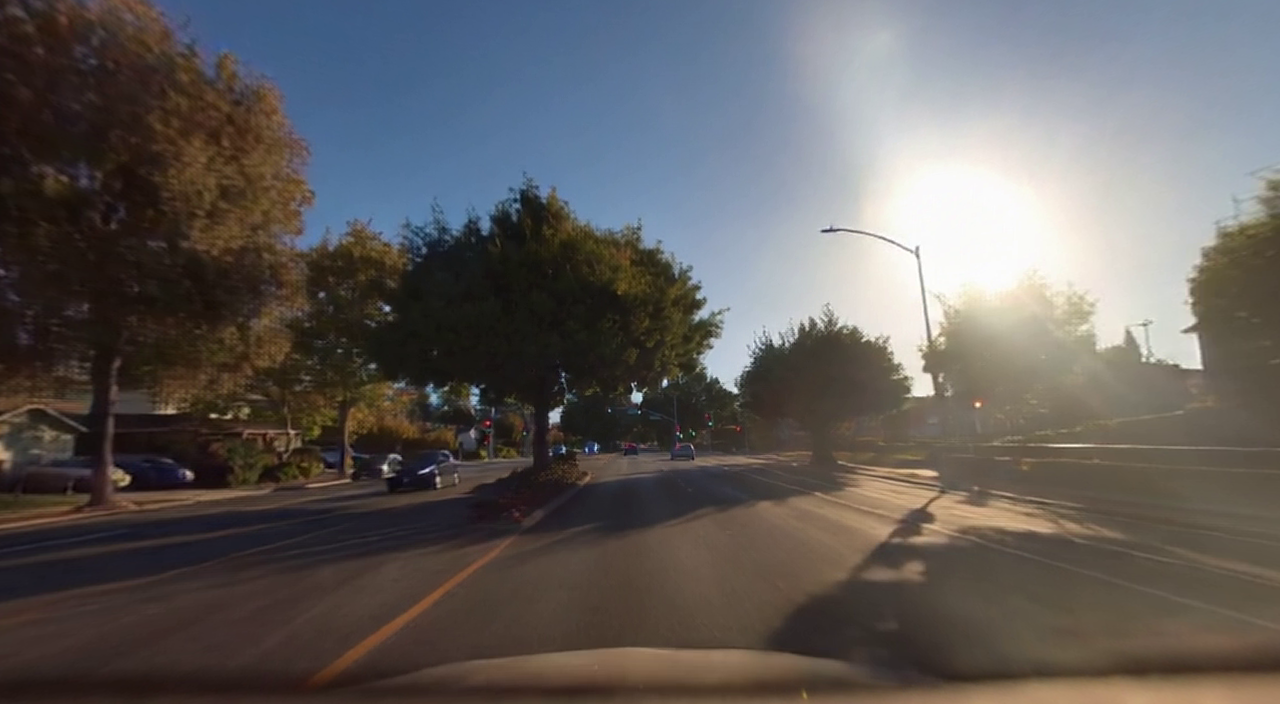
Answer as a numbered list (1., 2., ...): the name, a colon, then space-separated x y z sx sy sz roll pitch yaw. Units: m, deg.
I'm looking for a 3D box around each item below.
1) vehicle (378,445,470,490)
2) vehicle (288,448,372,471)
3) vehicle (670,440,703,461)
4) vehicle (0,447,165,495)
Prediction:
1. vehicle: -7.890 4.241 23.570 1.931 1.483 4.246 0 -9 0
2. vehicle: -20.369 7.093 41.640 4.464 1.453 1.931 0 -9 -1
3. vehicle: 3.501 7.559 48.488 2.133 1.494 4.265 0 -9 -2
4. vehicle: -20.624 4.361 23.422 4.354 1.676 1.905 0 -9 -1
